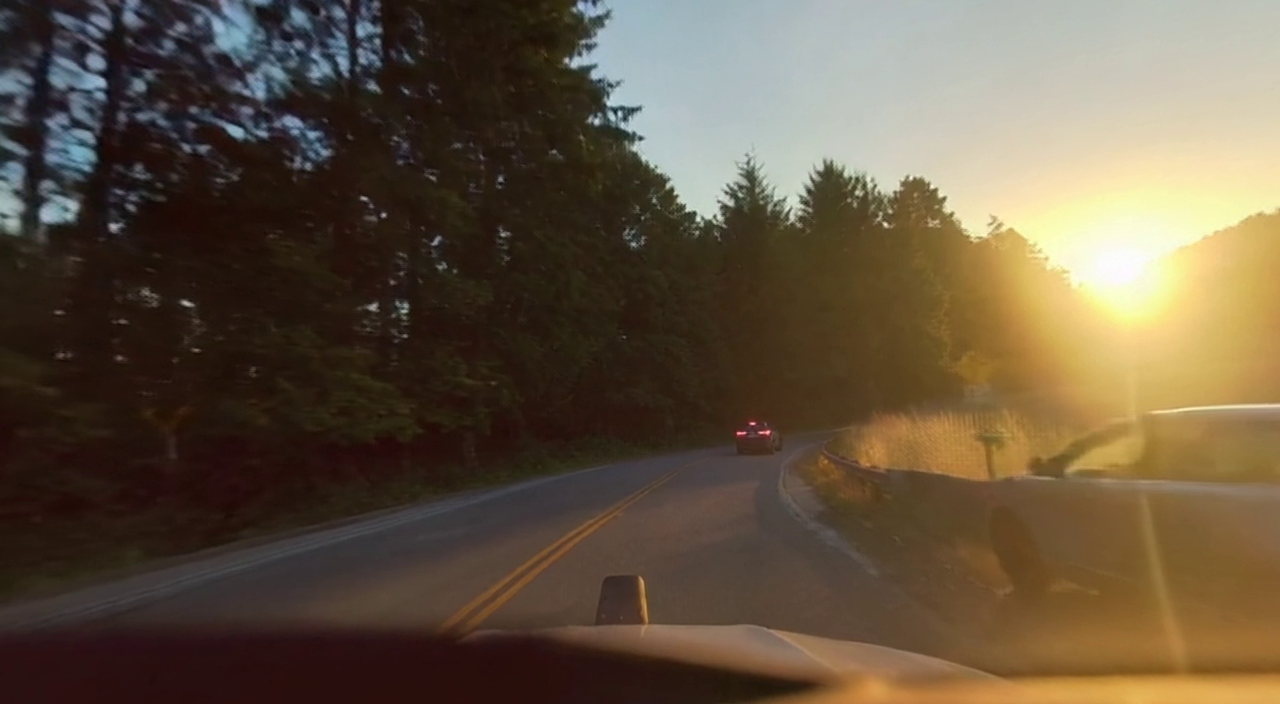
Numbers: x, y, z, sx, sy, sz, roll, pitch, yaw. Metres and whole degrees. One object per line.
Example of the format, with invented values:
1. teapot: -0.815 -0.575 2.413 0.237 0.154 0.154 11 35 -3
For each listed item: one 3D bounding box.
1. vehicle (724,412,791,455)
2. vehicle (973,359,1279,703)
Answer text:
1. vehicle: 6.049 4.192 31.917 2.469 1.953 5.605 -3 -9 19
2. vehicle: 4.343 1.094 4.182 2.172 1.773 4.601 -1 -9 7
